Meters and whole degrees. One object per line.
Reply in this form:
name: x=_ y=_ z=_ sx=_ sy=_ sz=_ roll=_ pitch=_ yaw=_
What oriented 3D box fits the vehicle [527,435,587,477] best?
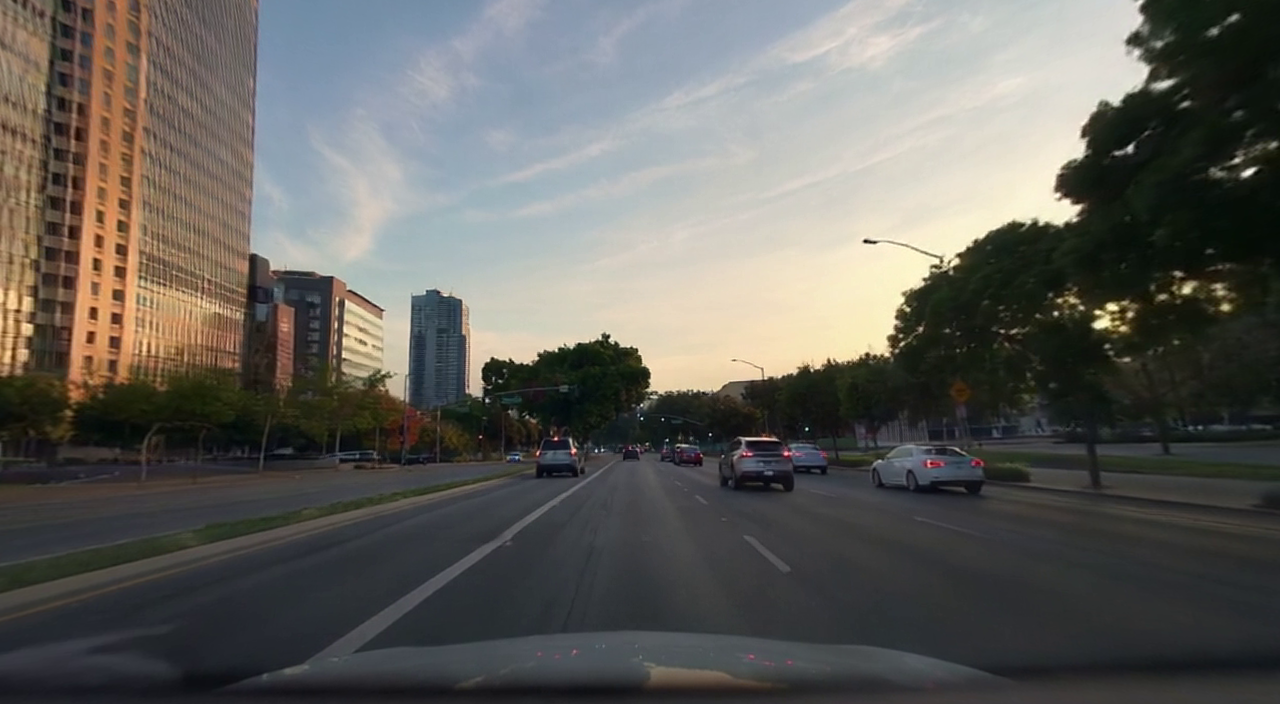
vehicle: x=-3.763 y=4.804 z=29.366 sx=2.155 sy=1.797 sz=3.989 roll=0 pitch=-8 yaw=1

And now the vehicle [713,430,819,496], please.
vehicle: x=3.629 y=3.315 z=19.209 sx=2.152 sy=1.742 sz=4.704 roll=0 pitch=-8 yaw=-1

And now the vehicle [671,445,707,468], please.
vehicle: x=3.342 y=7.202 z=43.843 sx=2.054 sy=1.473 sz=4.511 roll=0 pitch=-8 yaw=-2

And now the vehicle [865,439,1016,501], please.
vehicle: x=8.241 y=3.254 z=17.934 sx=1.944 sy=1.503 sz=4.723 roll=0 pitch=-8 yaw=0
